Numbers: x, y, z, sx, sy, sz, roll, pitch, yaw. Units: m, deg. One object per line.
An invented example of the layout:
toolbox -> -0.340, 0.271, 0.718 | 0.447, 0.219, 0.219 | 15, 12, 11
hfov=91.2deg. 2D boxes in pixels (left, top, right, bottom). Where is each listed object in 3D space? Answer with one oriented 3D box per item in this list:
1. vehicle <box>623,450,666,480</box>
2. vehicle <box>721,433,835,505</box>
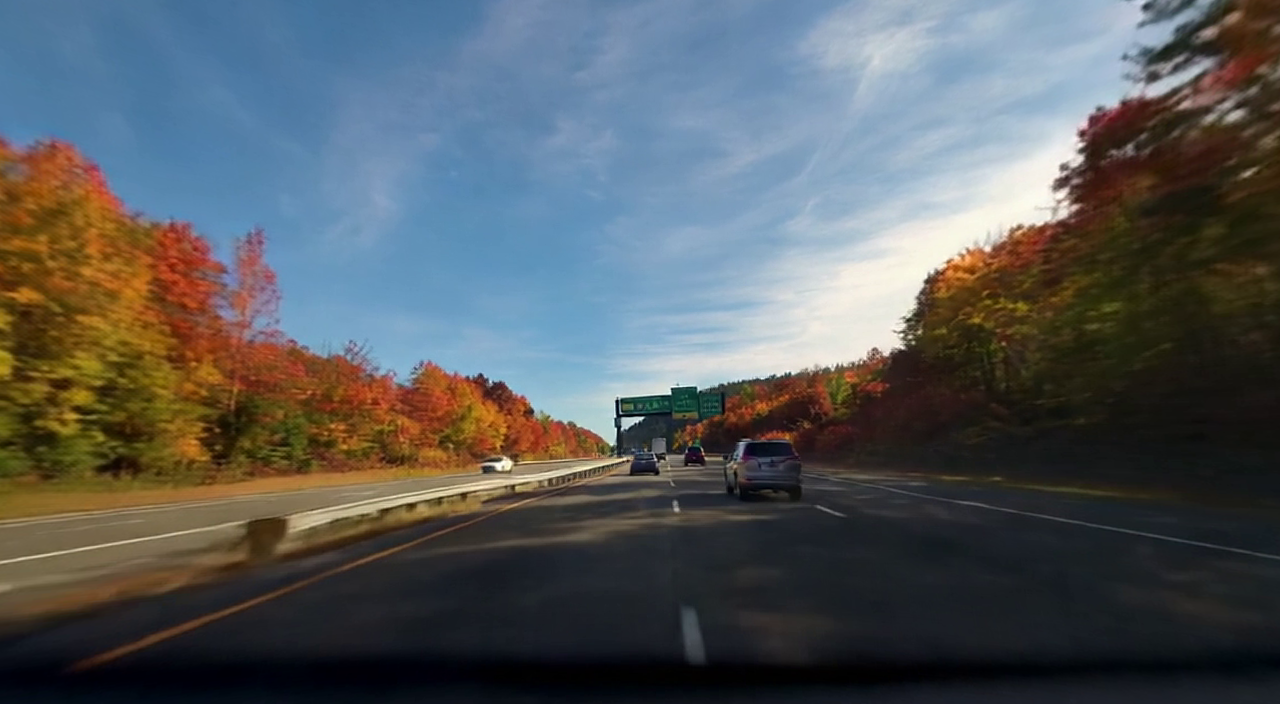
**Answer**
vehicle -> 0.276, 5.656, 31.627 | 2.037, 1.418, 3.793 | -1, -9, 2
vehicle -> 3.607, 3.172, 17.338 | 2.250, 1.718, 4.358 | -1, -9, 1
